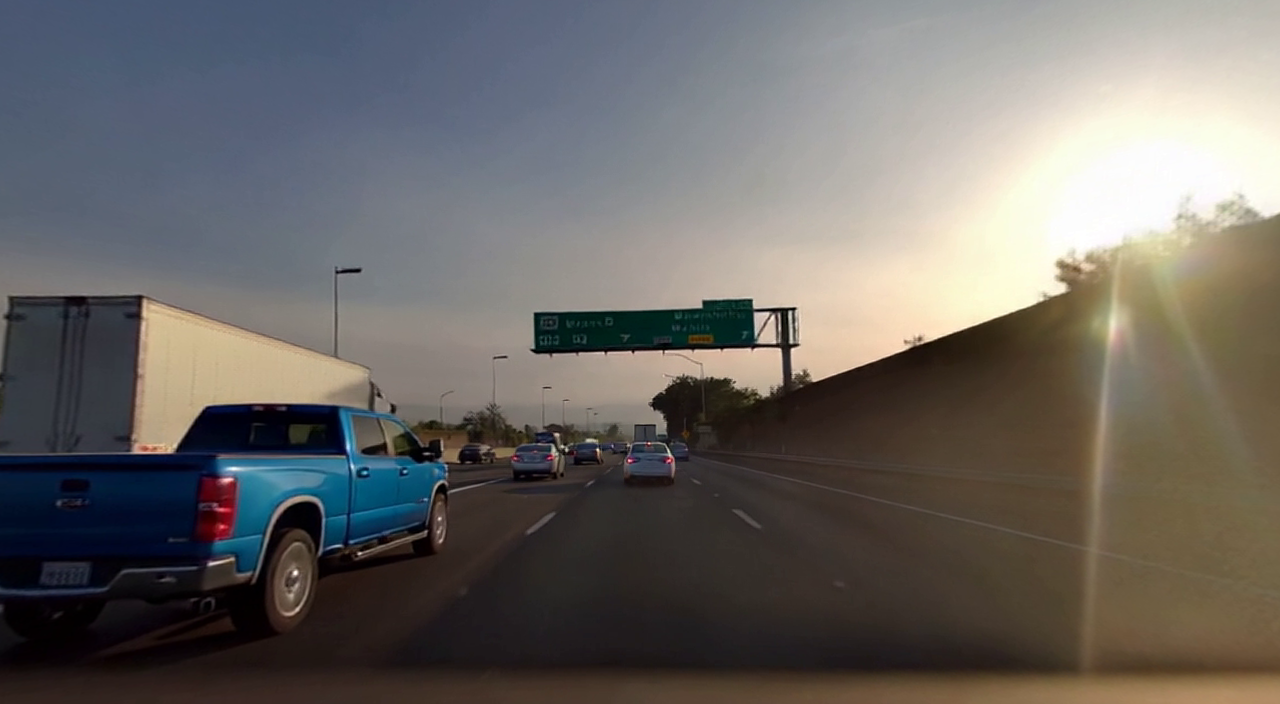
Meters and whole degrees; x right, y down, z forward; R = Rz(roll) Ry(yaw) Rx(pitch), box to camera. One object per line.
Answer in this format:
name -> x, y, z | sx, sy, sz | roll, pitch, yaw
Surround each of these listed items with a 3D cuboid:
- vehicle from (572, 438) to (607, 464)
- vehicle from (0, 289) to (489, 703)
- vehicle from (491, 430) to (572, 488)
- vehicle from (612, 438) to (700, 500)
vehicle -> -3.345, 6.641, 42.435 | 1.897, 1.646, 4.049 | 0, -8, 1
vehicle -> -3.343, 1.145, 5.908 | 2.269, 2.060, 5.933 | 0, -8, 1
vehicle -> -3.516, 3.549, 21.250 | 1.903, 1.721, 4.210 | 0, -8, 1
vehicle -> 0.368, 3.052, 16.884 | 2.054, 1.421, 4.090 | 0, -8, 0
